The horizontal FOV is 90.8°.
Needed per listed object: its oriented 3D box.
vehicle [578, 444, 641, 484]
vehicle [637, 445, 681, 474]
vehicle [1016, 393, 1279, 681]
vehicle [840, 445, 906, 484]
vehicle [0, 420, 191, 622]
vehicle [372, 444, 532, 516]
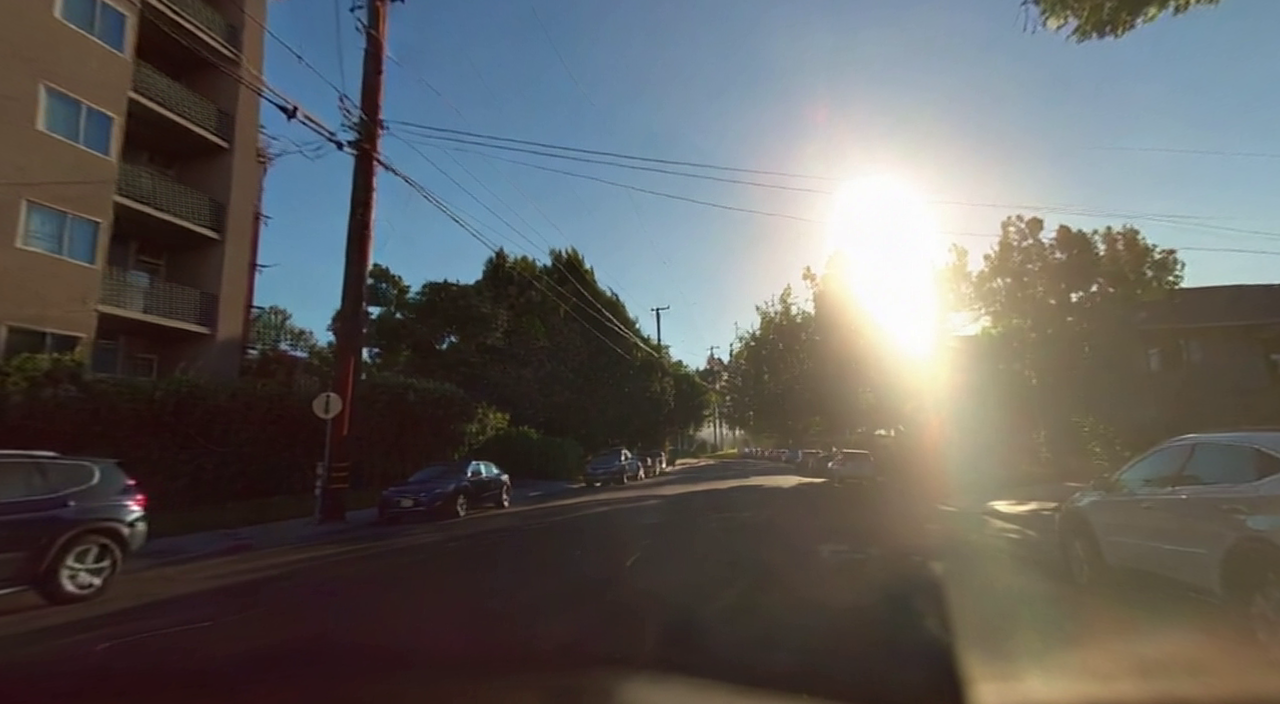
[{"bbox_3d":[-1.428,5.537,31.612,2.011,1.801,4.676,-2,-9,12],"label":"vehicle"},{"bbox_3d":[1.400,7.483,43.872,1.953,1.699,4.234,-9,-12,13],"label":"vehicle"},{"bbox_3d":[5.122,1.288,5.046,2.180,1.677,4.432,-2,-8,11],"label":"vehicle"},{"bbox_3d":[9.894,4.780,27.122,1.964,1.515,4.055,-2,-9,11],"label":"vehicle"},{"bbox_3d":[-6.733,1.570,5.399,2.068,1.745,4.579,-8,-10,9],"label":"vehicle"},{"bbox_3d":[-4.763,3.410,16.943,2.017,1.582,4.664,-4,-11,13],"label":"vehicle"}]
